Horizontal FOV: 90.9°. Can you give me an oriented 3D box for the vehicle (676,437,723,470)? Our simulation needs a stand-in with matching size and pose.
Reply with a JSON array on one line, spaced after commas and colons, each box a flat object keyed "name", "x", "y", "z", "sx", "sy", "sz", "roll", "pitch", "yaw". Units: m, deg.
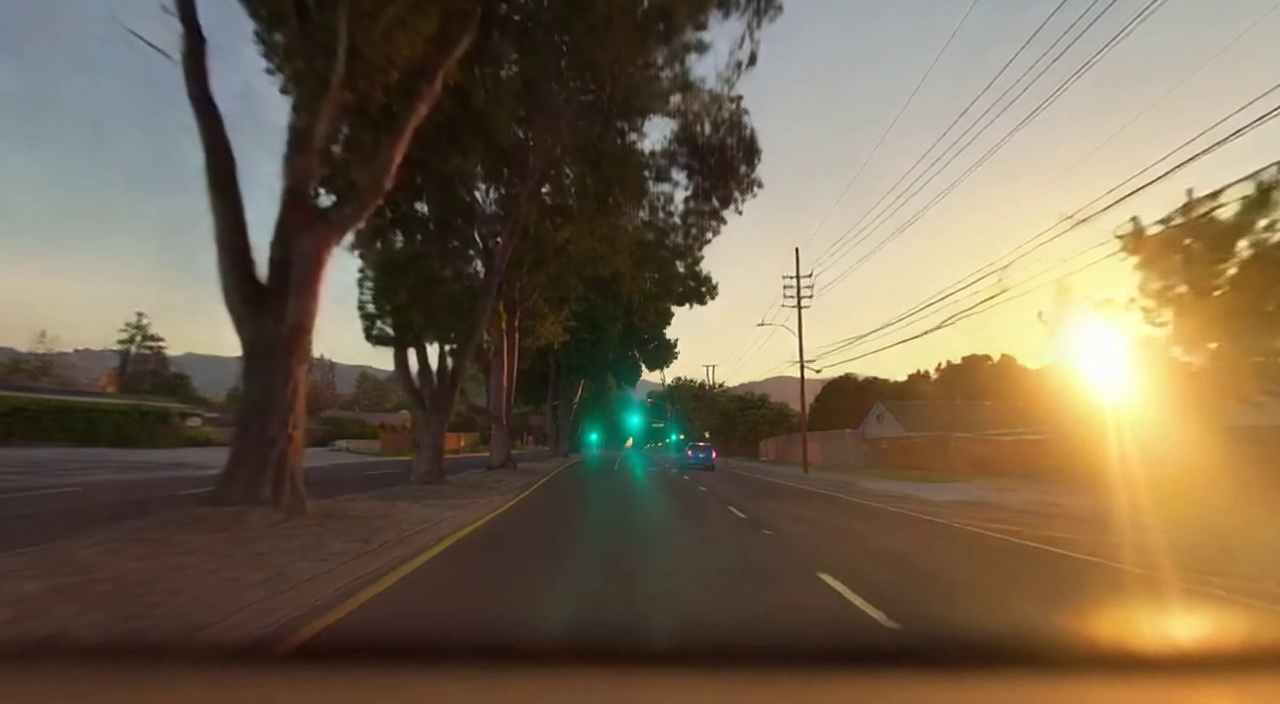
[{"name": "vehicle", "x": 3.476, "y": 5.994, "z": 37.515, "sx": 2.240, "sy": 1.781, "sz": 4.433, "roll": 0, "pitch": -8, "yaw": -1}]
